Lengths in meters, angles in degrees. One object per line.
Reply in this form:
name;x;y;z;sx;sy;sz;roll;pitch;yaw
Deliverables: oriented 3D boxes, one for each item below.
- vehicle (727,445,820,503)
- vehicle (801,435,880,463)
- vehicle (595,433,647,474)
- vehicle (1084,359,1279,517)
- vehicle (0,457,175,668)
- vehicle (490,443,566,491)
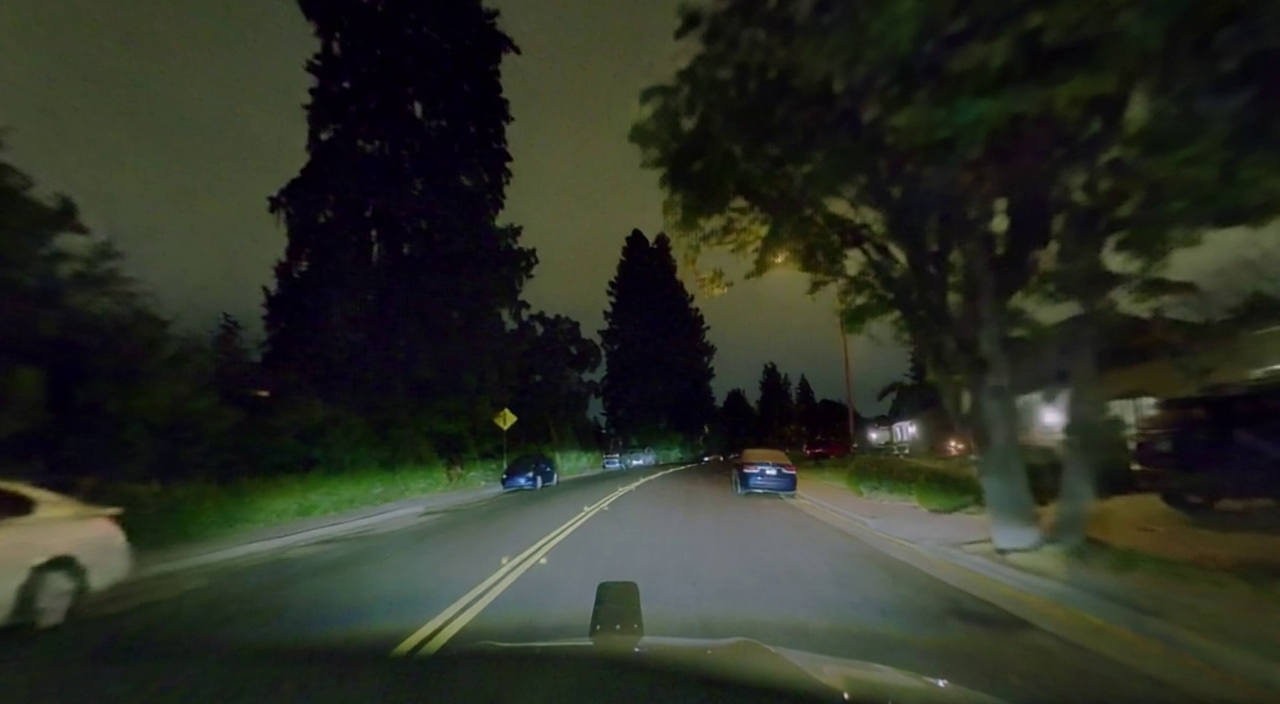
vehicle;3.724;3.462;18.405;1.972;1.460;4.137;-1;-8;2
vehicle;14.768;7.209;46.733;5.325;1.939;2.150;-3;-9;16
vehicle;-1.271;7.435;45.534;2.334;2.126;6.444;-6;-16;10
vehicle;9.406;1.147;8.561;5.009;1.906;2.046;-1;-8;5
vehicle;-5.853;1.499;4.284;1.972;1.536;4.347;-3;-15;1
vehicle;-4.440;4.773;25.729;2.005;1.557;4.172;-3;-15;5
